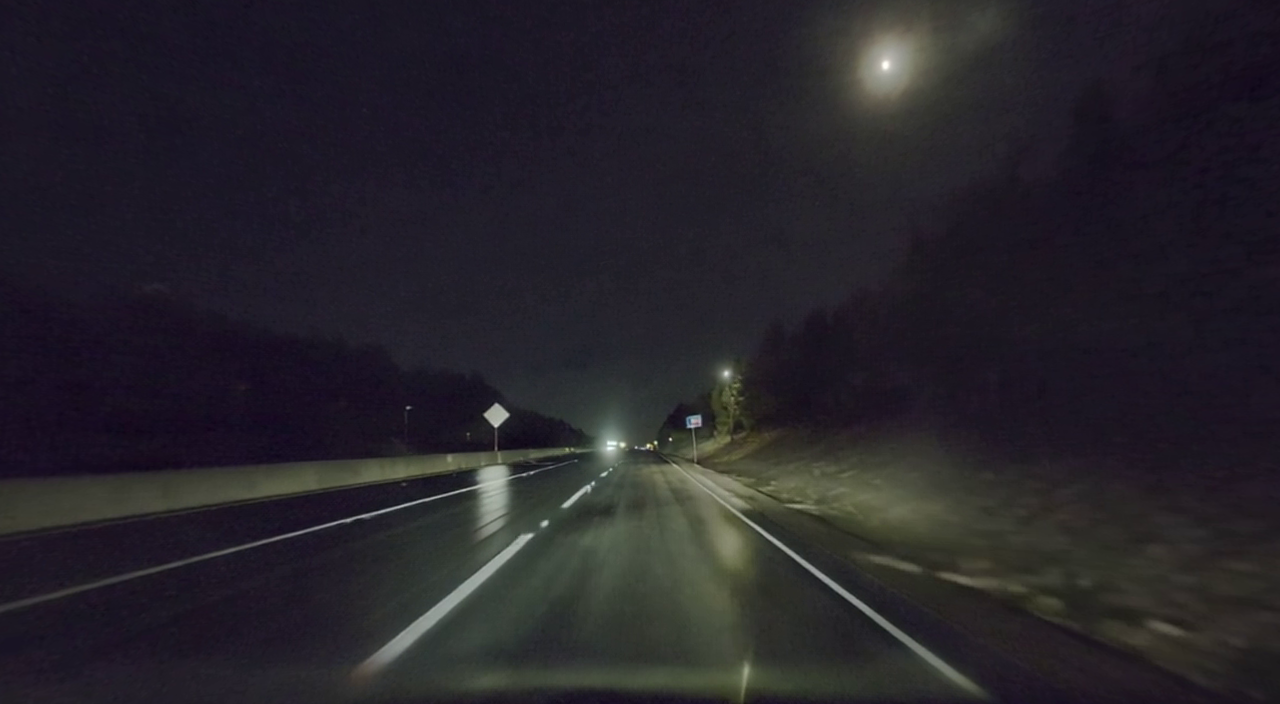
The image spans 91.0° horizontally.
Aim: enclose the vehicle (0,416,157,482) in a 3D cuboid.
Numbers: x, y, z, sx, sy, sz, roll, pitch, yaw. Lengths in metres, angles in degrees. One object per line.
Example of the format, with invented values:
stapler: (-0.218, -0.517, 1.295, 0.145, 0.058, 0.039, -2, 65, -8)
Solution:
vehicle: (-41.719, 6.754, 44.226, 2.890, 4.058, 17.562, 1, -8, -4)
